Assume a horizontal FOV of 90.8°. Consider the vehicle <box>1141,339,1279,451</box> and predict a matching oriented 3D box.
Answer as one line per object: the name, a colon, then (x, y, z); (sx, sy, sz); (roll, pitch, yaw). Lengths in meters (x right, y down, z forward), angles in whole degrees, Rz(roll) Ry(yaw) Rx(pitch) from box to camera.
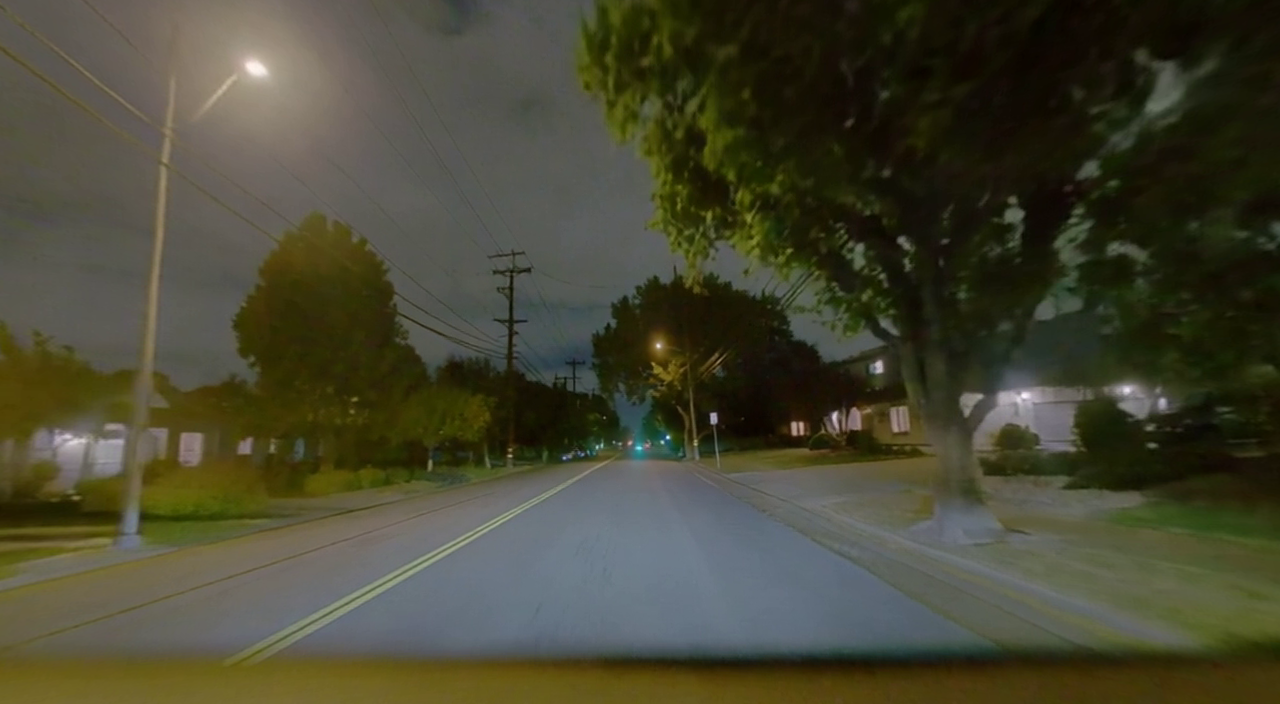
vehicle: (21.436, 1.614, 21.807); (2.918, 3.393, 7.033); (-3, -9, 7)
